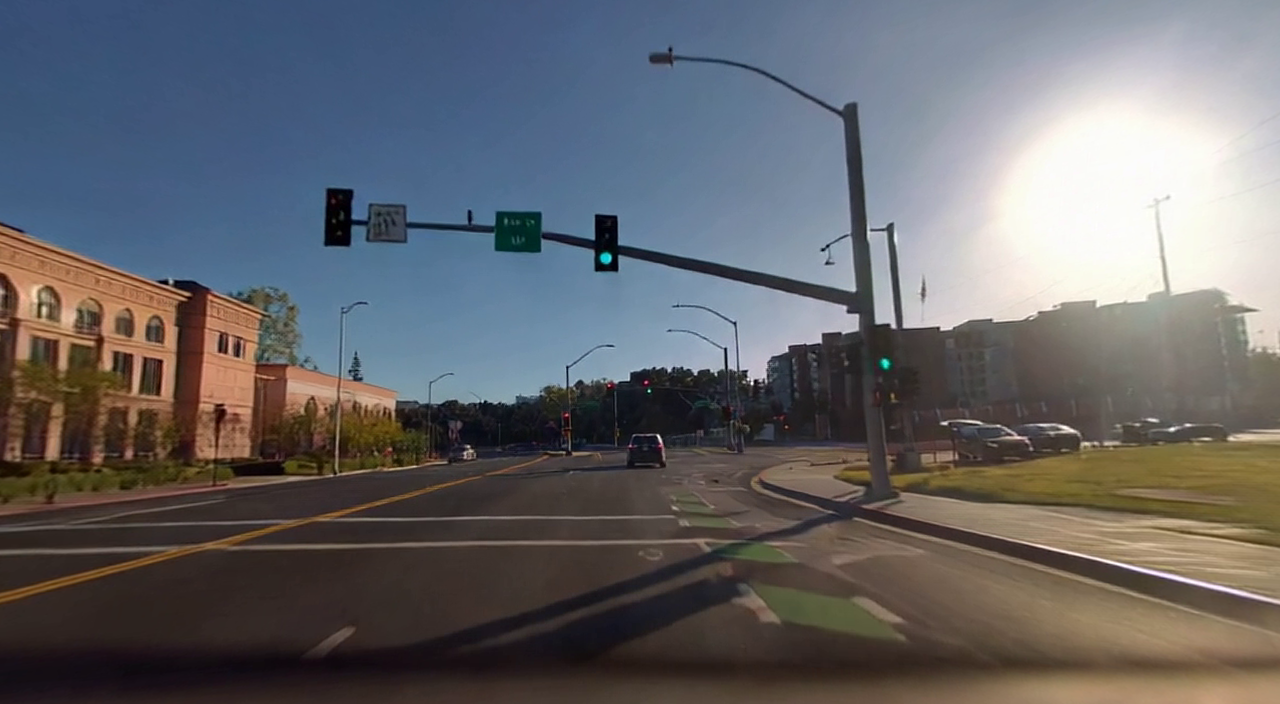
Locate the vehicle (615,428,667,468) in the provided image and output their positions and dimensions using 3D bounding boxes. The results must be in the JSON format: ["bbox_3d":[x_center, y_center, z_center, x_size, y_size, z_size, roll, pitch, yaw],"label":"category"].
[{"bbox_3d":[0.132,4.774,31.549,2.230,1.827,4.298,-1,-8,5],"label":"vehicle"}]

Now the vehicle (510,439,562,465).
[{"bbox_3d":[-6.369,6.160,39.212,1.939,1.484,4.645,-1,-8,7],"label":"vehicle"}]

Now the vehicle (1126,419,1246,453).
[{"bbox_3d":[29.318,4.499,34.032,4.504,1.759,1.955,0,-8,4],"label":"vehicle"}]

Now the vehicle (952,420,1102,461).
[{"bbox_3d":[14.812,3.435,24.397,4.486,1.494,1.802,-1,-8,5],"label":"vehicle"}]
